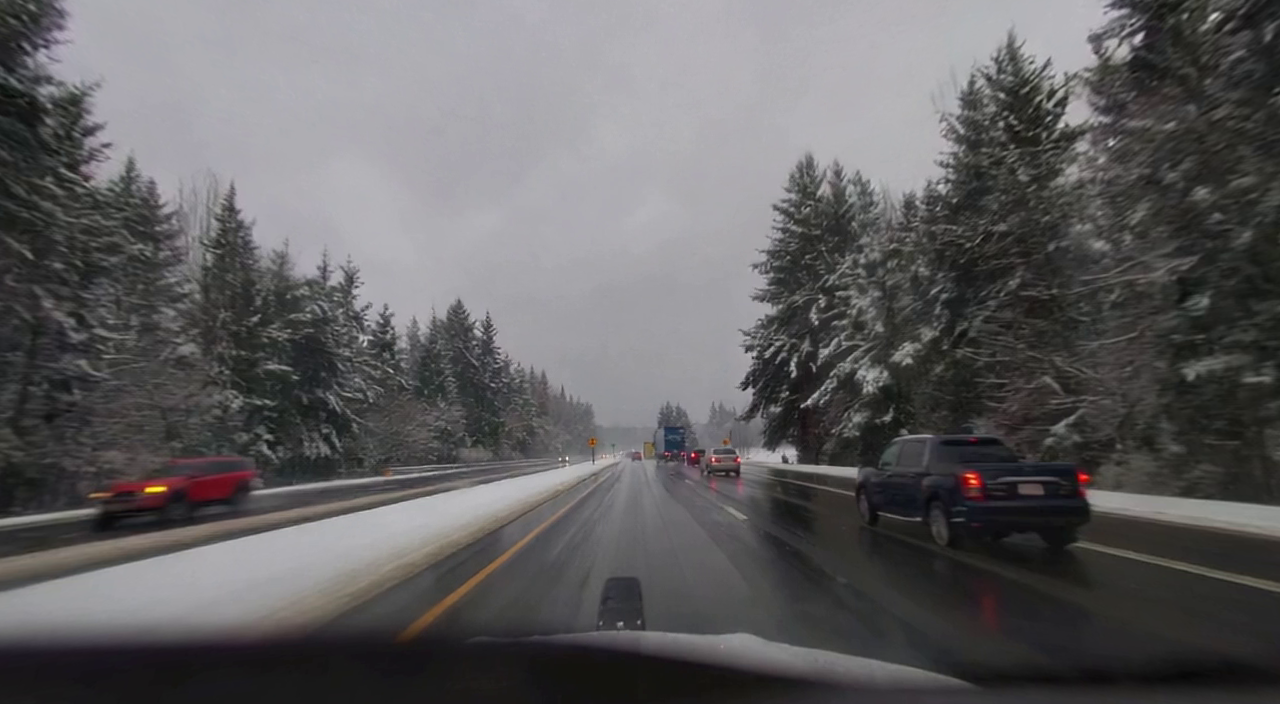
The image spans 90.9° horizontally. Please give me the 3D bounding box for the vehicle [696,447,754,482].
[{"bbox_3d":[3.974,5.309,30.145,2.031,1.491,4.883,0,-9,-1],"label":"vehicle"}]

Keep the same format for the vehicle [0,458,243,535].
[{"bbox_3d":[-12.678,3.479,15.814,2.197,1.503,4.962,0,-9,0],"label":"vehicle"}]

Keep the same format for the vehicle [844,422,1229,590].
[{"bbox_3d":[4.472,1.796,8.254,1.995,1.544,4.579,0,-9,-1],"label":"vehicle"}]
